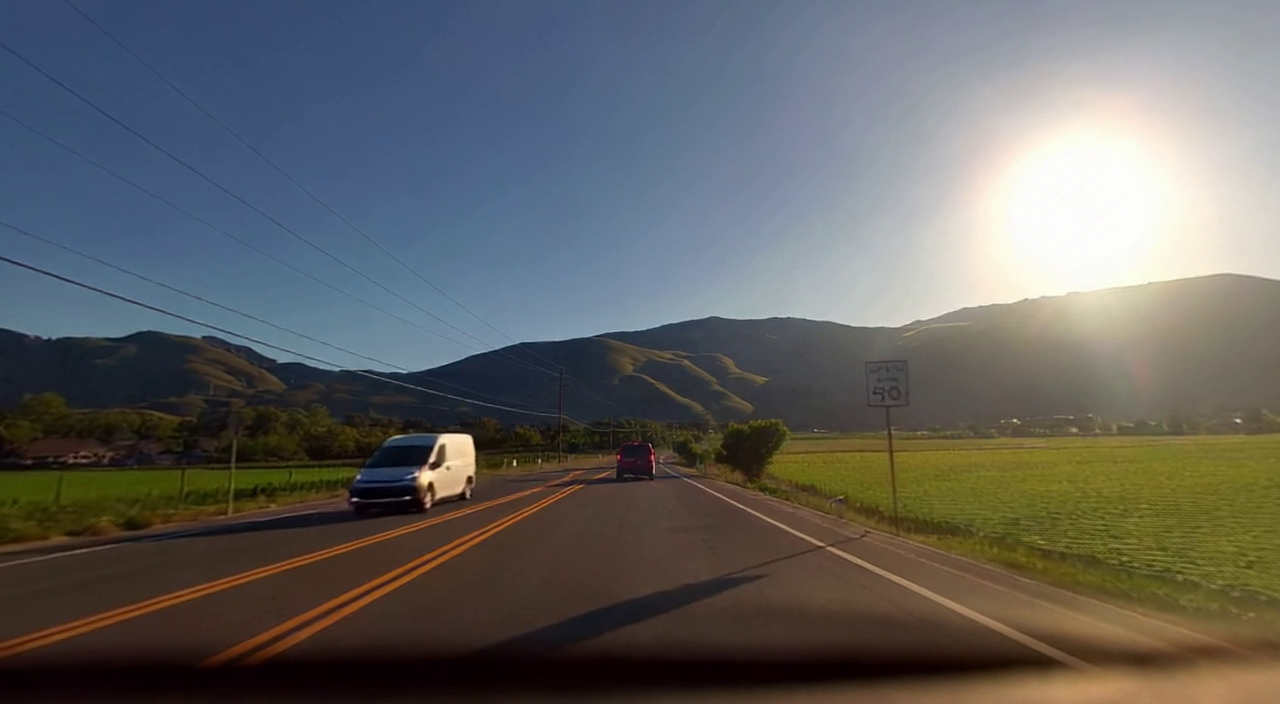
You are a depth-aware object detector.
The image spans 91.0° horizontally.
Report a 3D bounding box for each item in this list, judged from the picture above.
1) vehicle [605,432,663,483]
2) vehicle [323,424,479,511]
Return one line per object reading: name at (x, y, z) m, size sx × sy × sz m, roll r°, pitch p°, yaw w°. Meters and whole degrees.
vehicle at (-0.204, 4.822, 29.091) m, size 2.454 × 2.144 × 4.535 m, roll 0°, pitch -8°, yaw 1°
vehicle at (-6.538, 3.213, 18.059) m, size 2.213 × 2.108 × 5.027 m, roll 0°, pitch -9°, yaw 4°
